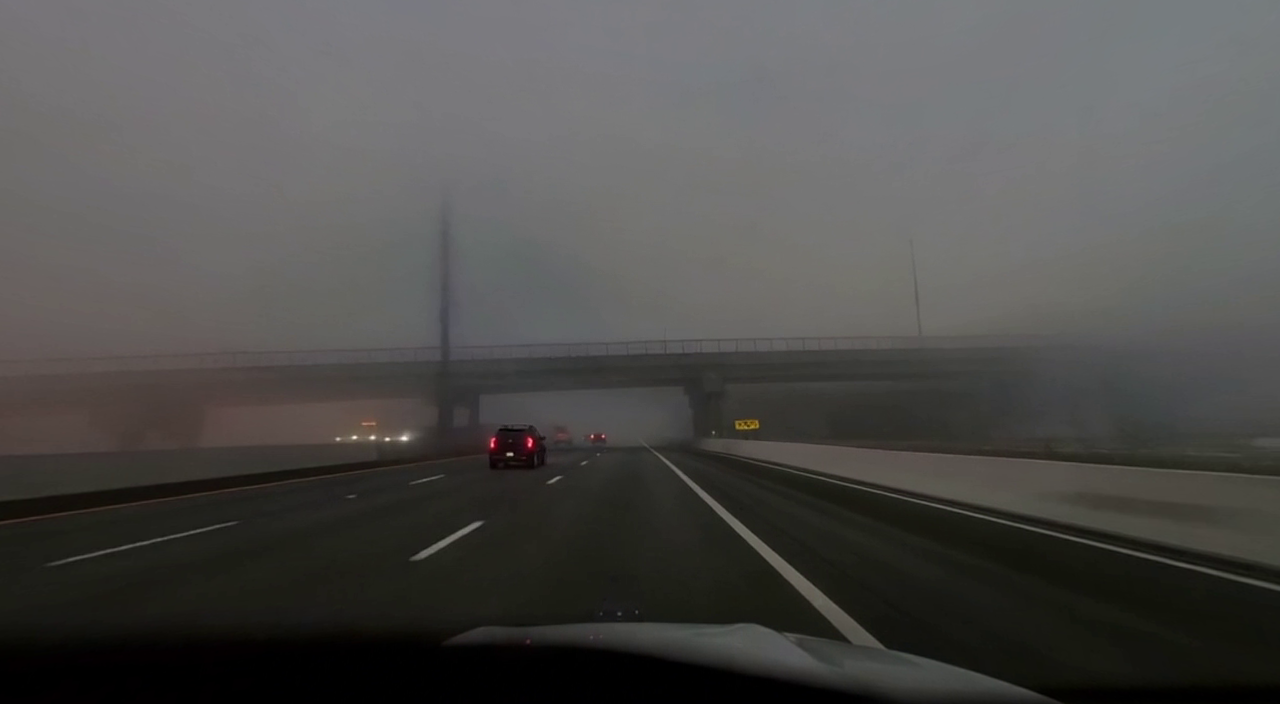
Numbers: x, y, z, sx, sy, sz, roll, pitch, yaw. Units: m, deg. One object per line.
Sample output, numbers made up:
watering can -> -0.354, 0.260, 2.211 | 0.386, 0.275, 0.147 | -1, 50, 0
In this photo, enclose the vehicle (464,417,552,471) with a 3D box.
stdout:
vehicle -> -4.591, 3.278, 22.680 | 2.153, 1.730, 4.772 | 0, -8, 0
